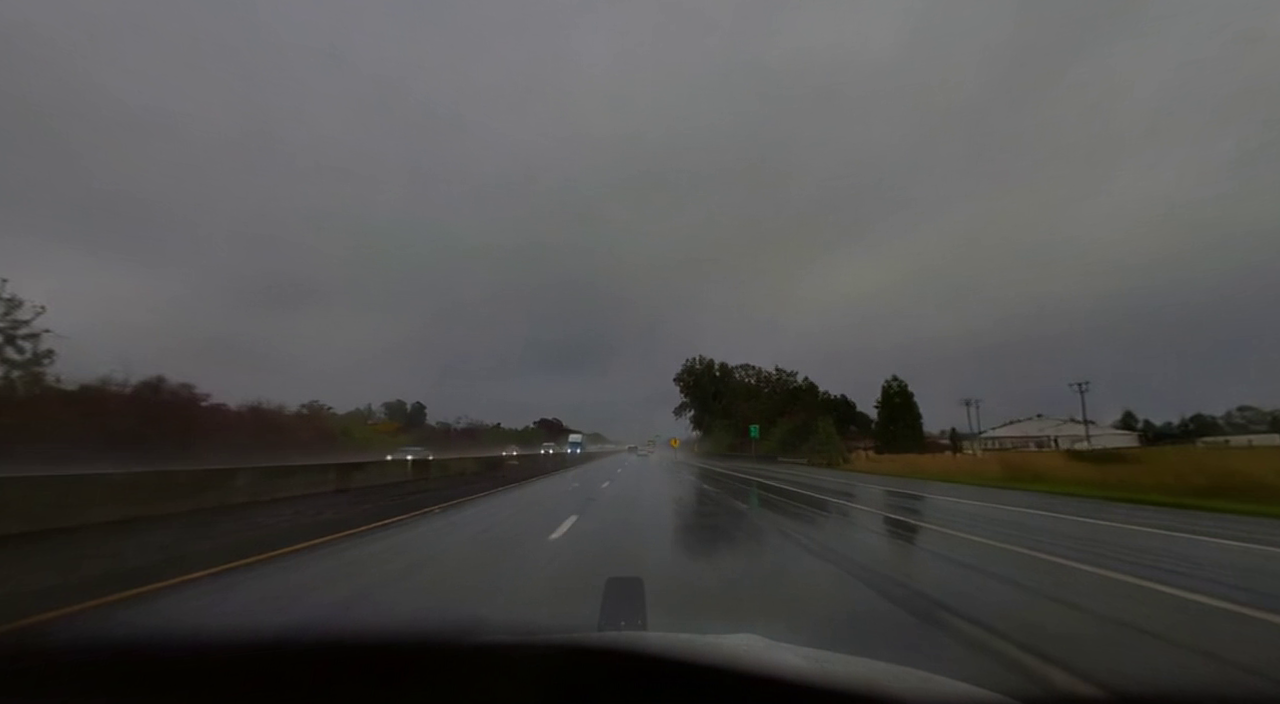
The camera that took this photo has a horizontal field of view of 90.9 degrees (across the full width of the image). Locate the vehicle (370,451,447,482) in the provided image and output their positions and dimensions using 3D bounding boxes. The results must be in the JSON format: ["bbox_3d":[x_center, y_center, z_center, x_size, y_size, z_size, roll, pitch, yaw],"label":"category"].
[{"bbox_3d":[-11.528,5.707,31.700,2.209,1.454,4.441,0,-9,0],"label":"vehicle"}]
